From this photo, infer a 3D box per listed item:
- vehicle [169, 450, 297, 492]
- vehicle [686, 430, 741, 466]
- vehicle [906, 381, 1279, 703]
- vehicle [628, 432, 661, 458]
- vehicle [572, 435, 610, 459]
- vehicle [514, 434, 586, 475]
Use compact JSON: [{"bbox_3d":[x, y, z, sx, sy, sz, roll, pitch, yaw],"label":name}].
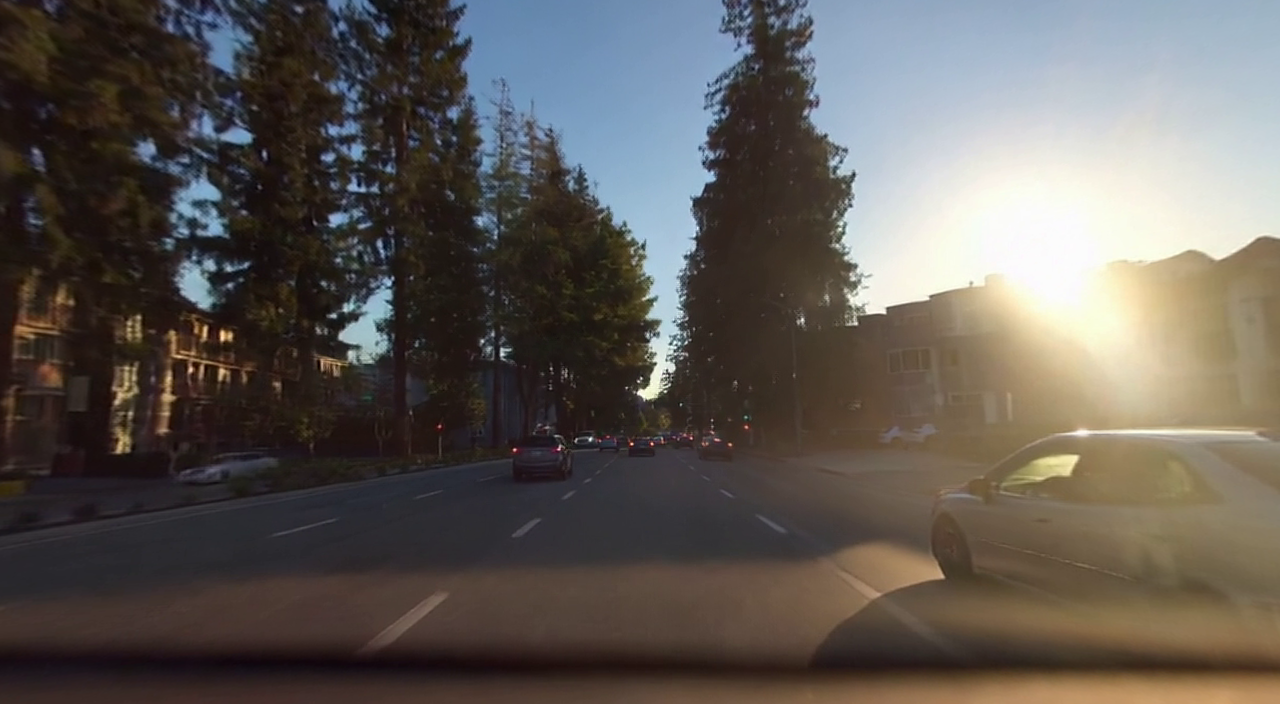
[{"bbox_3d":[-15.752,4.613,24.749,1.901,1.438,4.557,0,-8,1],"label":"vehicle"},{"bbox_3d":[3.556,4.783,31.404,2.137,1.646,4.488,0,-8,-1],"label":"vehicle"},{"bbox_3d":[3.668,1.074,3.869,2.128,1.502,4.572,0,-8,1],"label":"vehicle"},{"bbox_3d":[0.279,6.315,42.648,2.110,1.662,4.262,0,-8,0],"label":"vehicle"},{"bbox_3d":[-3.209,6.360,42.284,1.997,1.479,4.547,0,-8,2],"label":"vehicle"},{"bbox_3d":[-3.489,4.080,25.339,2.049,1.485,4.656,0,-8,2],"label":"vehicle"}]
